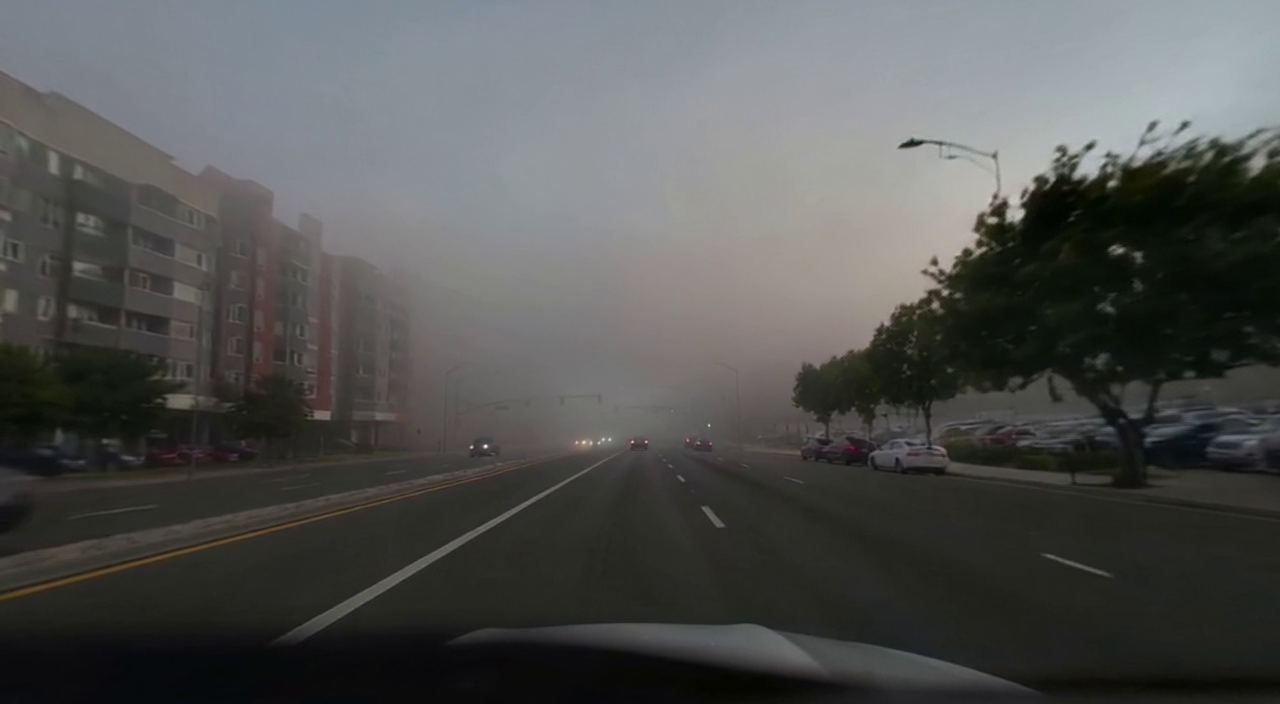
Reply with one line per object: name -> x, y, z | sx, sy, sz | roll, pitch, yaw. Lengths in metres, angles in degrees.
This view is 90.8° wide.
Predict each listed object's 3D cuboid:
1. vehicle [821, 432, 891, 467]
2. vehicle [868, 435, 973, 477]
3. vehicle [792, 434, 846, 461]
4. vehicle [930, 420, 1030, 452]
vehicle -> 10.601, 4.810, 31.276 | 1.905, 1.597, 4.040 | 0, -8, -2
vehicle -> 10.362, 3.873, 23.758 | 1.861, 1.446, 4.413 | 0, -8, -1
vehicle -> 10.428, 5.605, 37.051 | 1.948, 1.489, 4.276 | 0, -8, 1
vehicle -> 21.213, 5.252, 39.564 | 5.047, 1.904, 2.012 | 0, -8, 1
